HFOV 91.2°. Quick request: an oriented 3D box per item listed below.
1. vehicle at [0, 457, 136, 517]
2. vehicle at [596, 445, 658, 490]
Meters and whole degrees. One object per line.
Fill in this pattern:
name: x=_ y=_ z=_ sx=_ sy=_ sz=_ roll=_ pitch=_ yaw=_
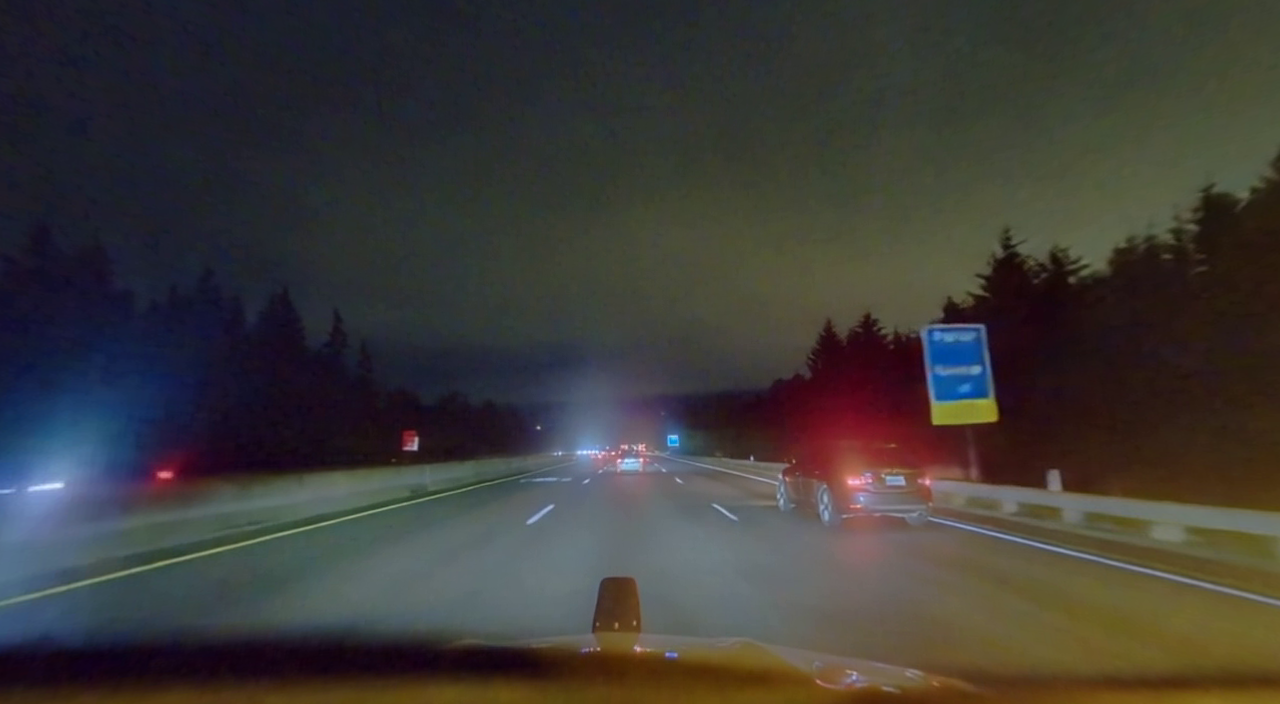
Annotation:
vehicle: x=-17.170 y=3.760 z=17.819 sx=1.893 sy=1.464 sz=4.526 roll=-1 pitch=-9 yaw=0
vehicle: x=-0.461 y=4.204 z=23.140 sx=2.066 sy=1.490 sz=3.759 roll=-1 pitch=-9 yaw=-1
